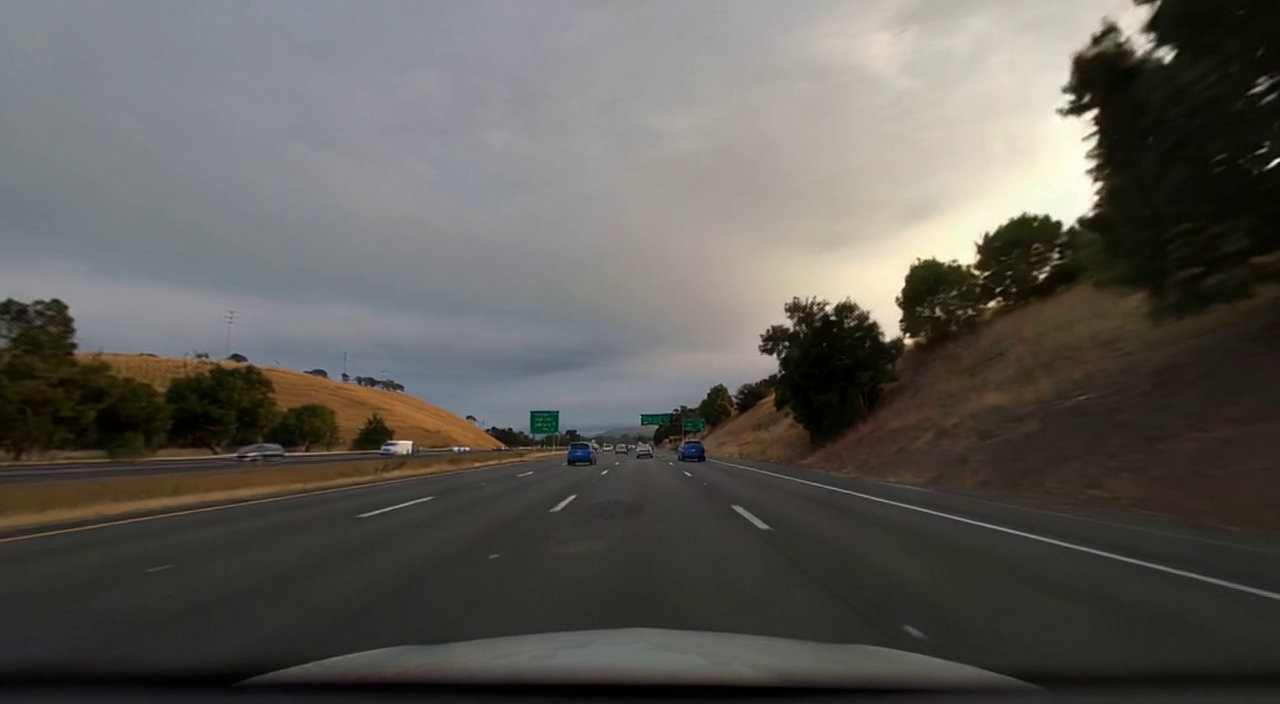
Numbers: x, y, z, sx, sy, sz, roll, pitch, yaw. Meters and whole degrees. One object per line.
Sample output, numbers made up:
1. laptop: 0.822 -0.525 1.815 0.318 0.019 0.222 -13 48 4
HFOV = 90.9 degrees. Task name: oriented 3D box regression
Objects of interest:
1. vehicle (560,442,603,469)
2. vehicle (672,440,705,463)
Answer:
1. vehicle: -3.492 6.271 38.475 2.159 1.562 4.441 0 -8 1
2. vehicle: 3.664 7.629 48.624 2.168 1.681 4.279 0 -8 0
